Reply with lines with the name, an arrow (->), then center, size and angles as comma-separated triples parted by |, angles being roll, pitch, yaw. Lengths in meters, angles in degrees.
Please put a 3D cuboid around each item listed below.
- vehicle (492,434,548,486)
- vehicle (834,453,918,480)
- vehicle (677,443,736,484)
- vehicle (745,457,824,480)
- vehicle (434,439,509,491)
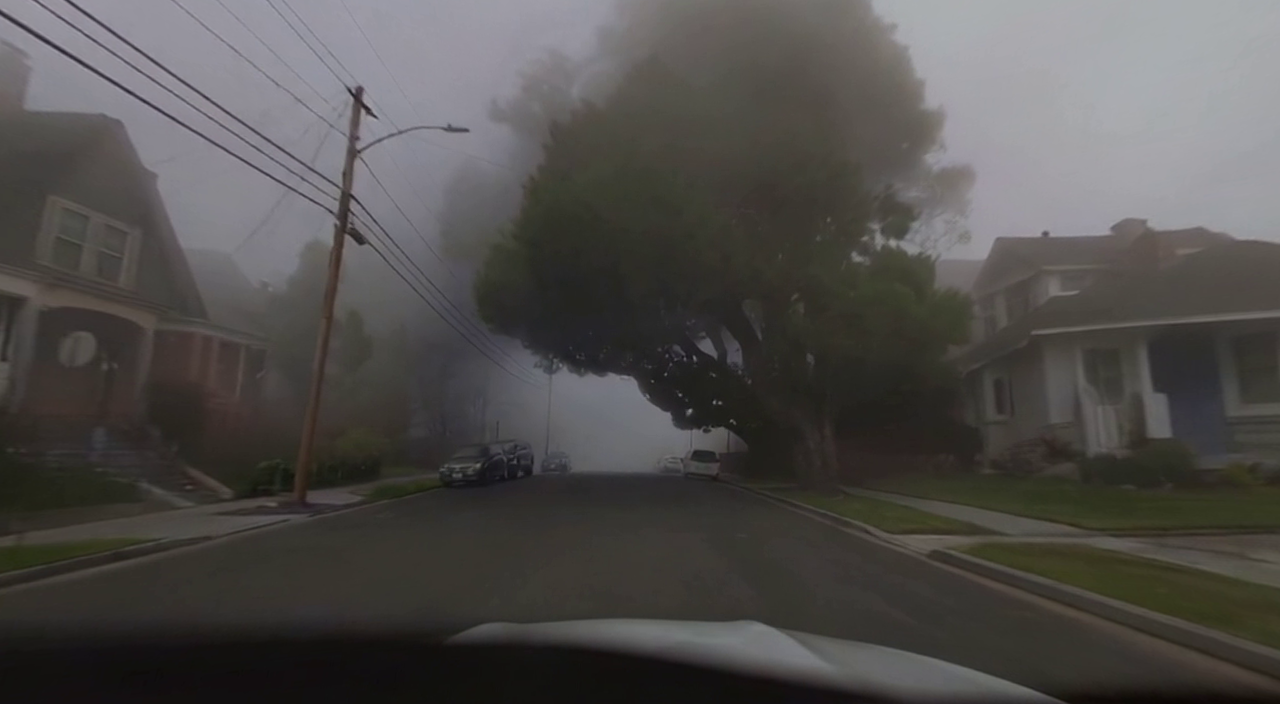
vehicle -> -7.226, 6.739, 38.496 | 2.153, 1.982, 6.150 | -5, -19, -1
vehicle -> 13.680, 6.651, 36.655 | 4.107, 1.481, 1.831 | 0, -8, -2
vehicle -> 3.083, 5.292, 30.333 | 2.159, 1.760, 5.345 | 0, -8, -1
vehicle -> 9.802, 7.929, 42.981 | 4.850, 1.506, 1.971 | 0, -8, 0
vehicle -> -7.170, 4.987, 27.283 | 1.947, 1.480, 4.330 | -3, -19, 1
